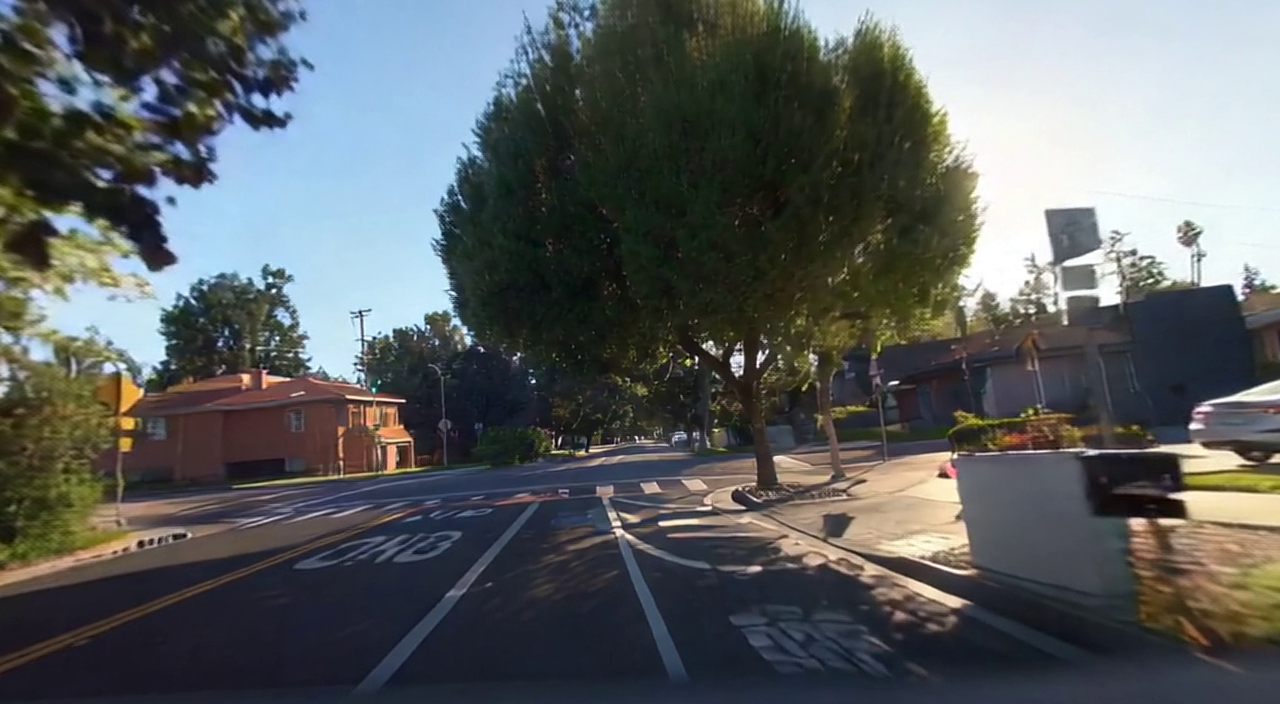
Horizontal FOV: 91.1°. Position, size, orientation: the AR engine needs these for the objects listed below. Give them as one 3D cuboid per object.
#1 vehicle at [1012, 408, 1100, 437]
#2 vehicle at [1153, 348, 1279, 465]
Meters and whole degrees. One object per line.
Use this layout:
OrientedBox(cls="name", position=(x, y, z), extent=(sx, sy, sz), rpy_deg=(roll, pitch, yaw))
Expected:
OrientedBox(cls="vehicle", position=(27.470, 4.661, 41.531), extent=(4.475, 1.837, 1.961), rpy_deg=(1, -8, -5))
OrientedBox(cls="vehicle", position=(12.301, 1.051, 11.111), extent=(4.562, 1.850, 2.130), rpy_deg=(1, -9, -3))
